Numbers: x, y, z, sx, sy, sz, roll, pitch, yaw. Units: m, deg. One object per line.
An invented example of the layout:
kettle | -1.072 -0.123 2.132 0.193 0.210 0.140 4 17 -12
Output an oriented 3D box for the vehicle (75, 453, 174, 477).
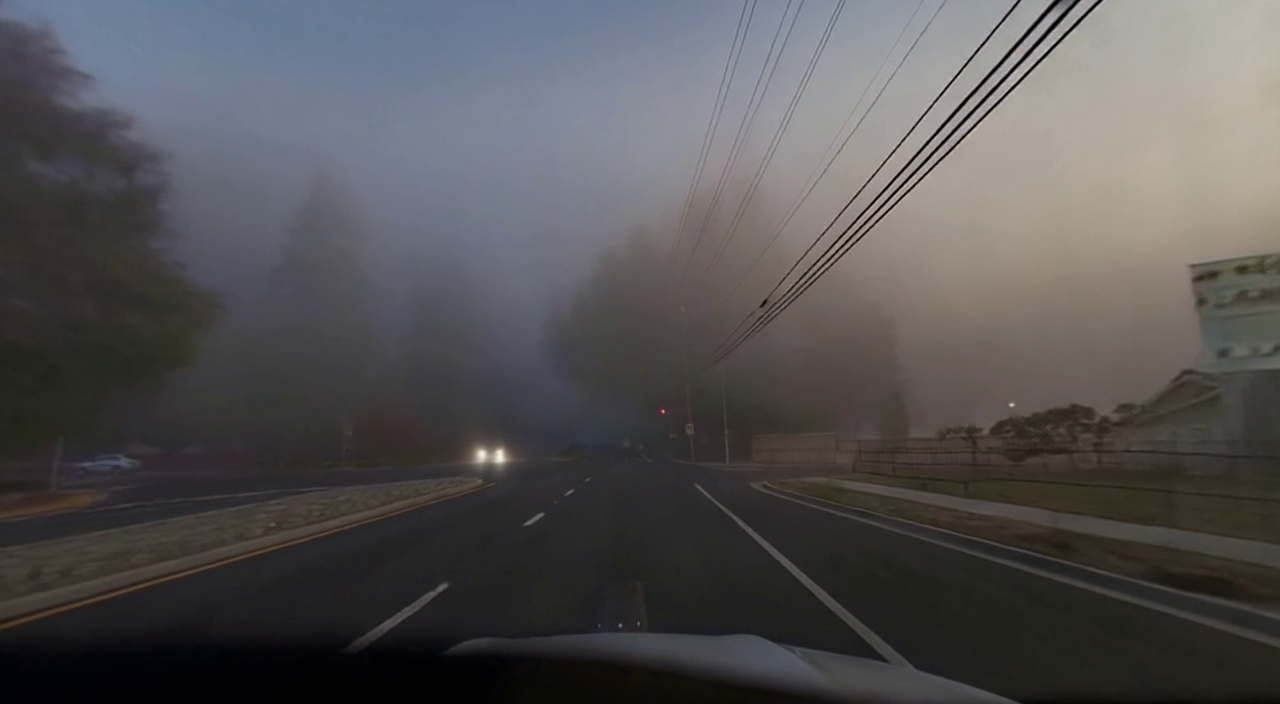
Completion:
vehicle | -31.236 6.821 38.364 4.267 1.381 1.786 1 -9 -6
